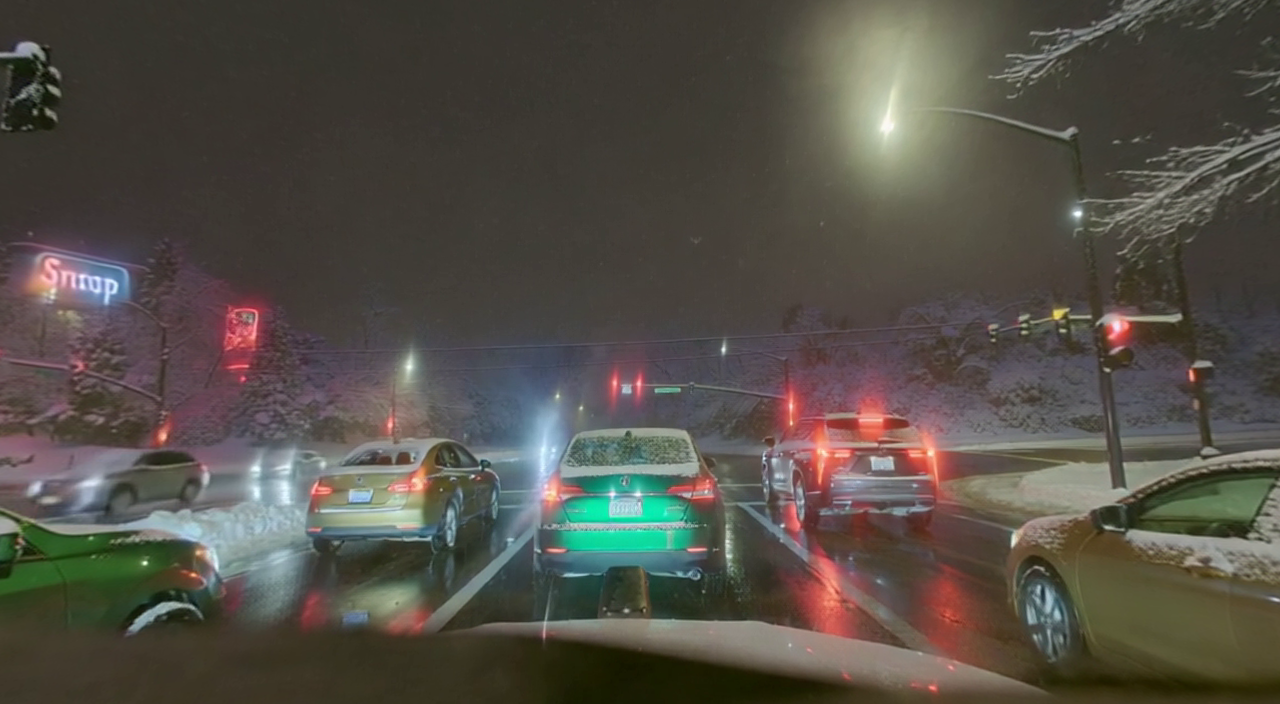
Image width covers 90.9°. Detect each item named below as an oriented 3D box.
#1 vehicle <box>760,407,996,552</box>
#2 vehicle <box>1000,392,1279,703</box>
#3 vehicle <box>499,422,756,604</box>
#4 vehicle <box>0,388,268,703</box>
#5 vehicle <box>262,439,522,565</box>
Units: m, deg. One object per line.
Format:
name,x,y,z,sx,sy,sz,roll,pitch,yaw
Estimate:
vehicle,3.300,1.864,9.834,1.992,1.744,4.183,0,-8,-1
vehicle,3.930,0.971,3.106,1.800,1.519,4.198,0,-8,0
vehicle,-0.125,1.650,7.385,2.140,1.499,4.119,0,-8,-1
vehicle,-3.479,0.840,1.840,2.016,1.547,4.414,0,-8,1
vehicle,-3.300,2.070,9.546,1.995,1.436,4.373,-1,-8,3
